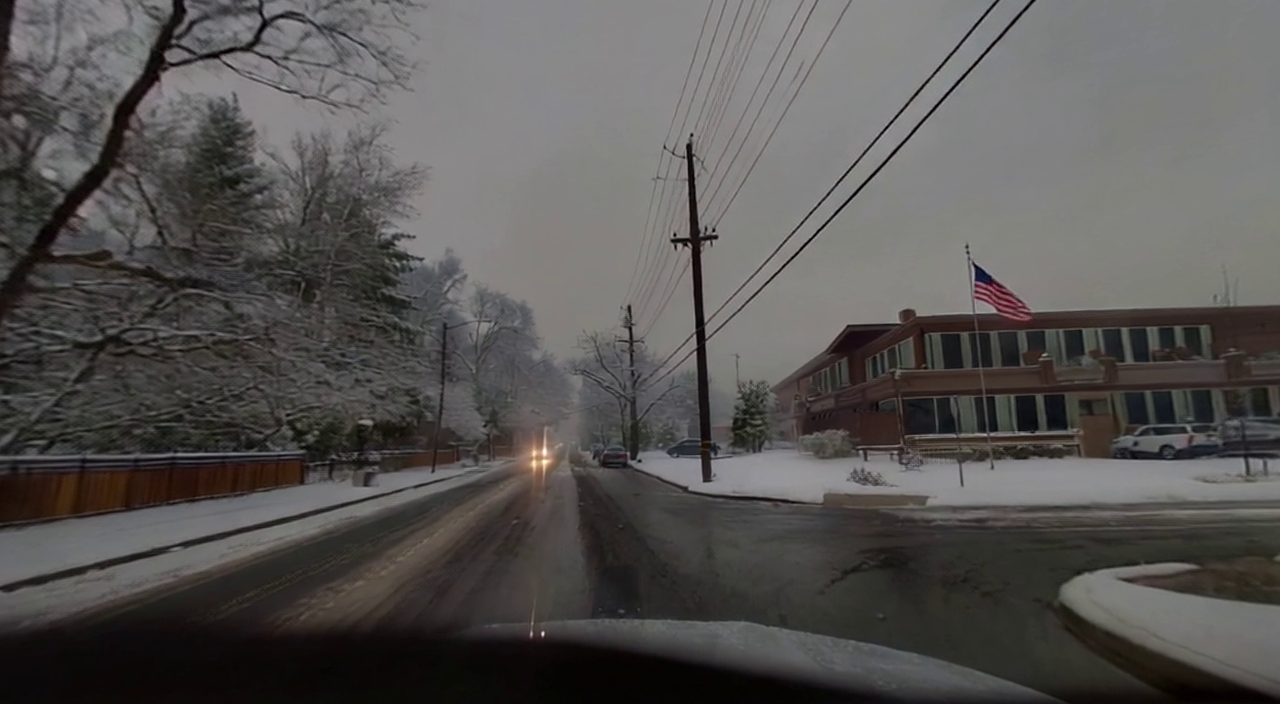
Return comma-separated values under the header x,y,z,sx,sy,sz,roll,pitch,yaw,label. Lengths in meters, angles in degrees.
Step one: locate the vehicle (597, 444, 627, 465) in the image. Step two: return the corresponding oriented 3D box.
x,y,z,sx,sy,sz,roll,pitch,yaw,label
-2.158,7.622,47.111,1.941,1.460,4.206,1,-9,-7,vehicle
